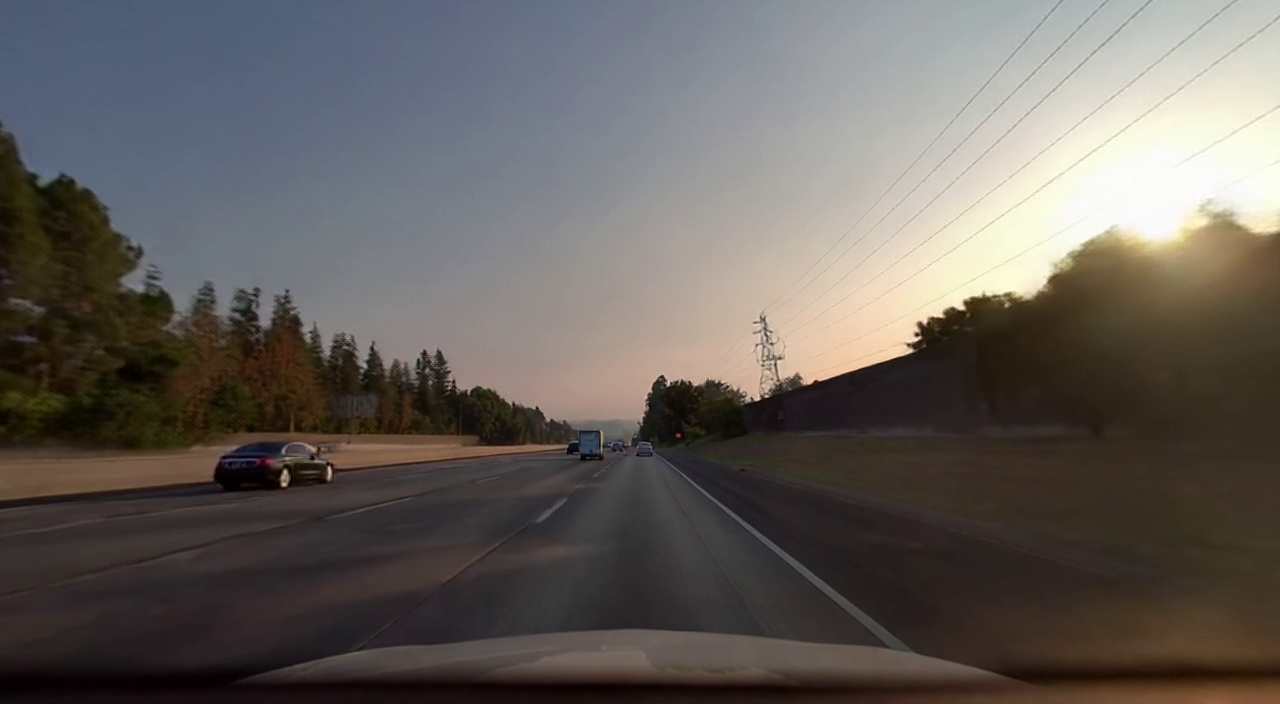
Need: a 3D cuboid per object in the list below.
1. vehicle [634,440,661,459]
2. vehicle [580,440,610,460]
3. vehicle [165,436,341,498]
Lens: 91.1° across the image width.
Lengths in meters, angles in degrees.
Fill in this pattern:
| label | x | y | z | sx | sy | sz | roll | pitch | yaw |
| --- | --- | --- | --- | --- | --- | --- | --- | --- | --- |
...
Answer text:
| label | x | y | z | sx | sy | sz | roll | pitch | yaw |
| --- | --- | --- | --- | --- | --- | --- | --- | --- | --- |
| vehicle | 0.574 | 7.751 | 49.974 | 2.057 | 1.453 | 3.926 | 0 | -8 | 0 |
| vehicle | -3.517 | 7.660 | 49.327 | 2.046 | 1.478 | 4.111 | 0 | -8 | 0 |
| vehicle | -10.666 | 3.176 | 17.842 | 1.955 | 1.496 | 4.732 | 0 | -8 | 1 |
